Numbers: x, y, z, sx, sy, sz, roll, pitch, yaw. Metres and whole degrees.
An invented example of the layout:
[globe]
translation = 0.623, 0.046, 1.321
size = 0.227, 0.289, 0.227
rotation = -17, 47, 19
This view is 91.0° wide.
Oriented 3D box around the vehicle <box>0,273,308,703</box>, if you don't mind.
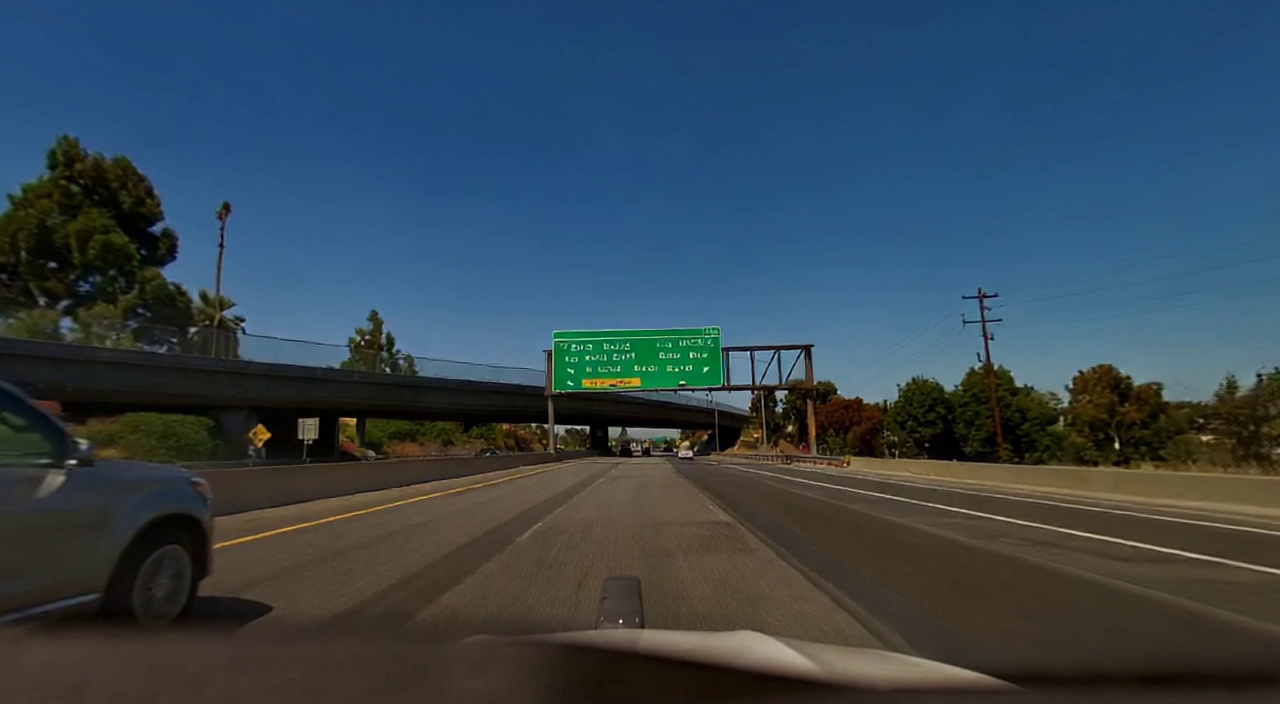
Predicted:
[vehicle]
translation = -3.853, 0.545, 1.910
size = 2.431, 1.928, 5.760
rotation = 0, -9, 1
